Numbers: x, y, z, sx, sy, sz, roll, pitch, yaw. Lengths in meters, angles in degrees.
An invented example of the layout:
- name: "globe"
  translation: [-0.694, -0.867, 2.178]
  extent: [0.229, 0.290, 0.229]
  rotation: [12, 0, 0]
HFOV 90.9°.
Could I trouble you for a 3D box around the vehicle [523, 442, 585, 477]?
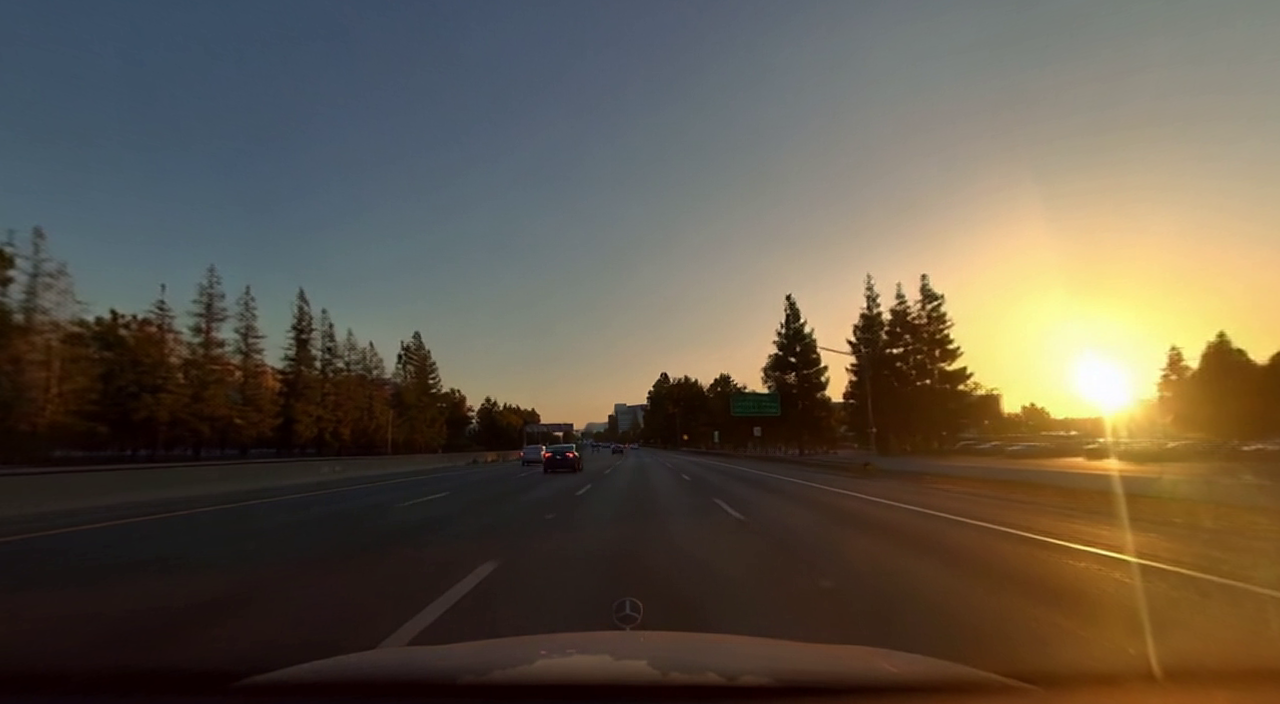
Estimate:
- name: "vehicle"
  translation: [-3.754, 4.755, 28.221]
  extent: [2.128, 1.450, 4.078]
  rotation: [0, -8, 1]
